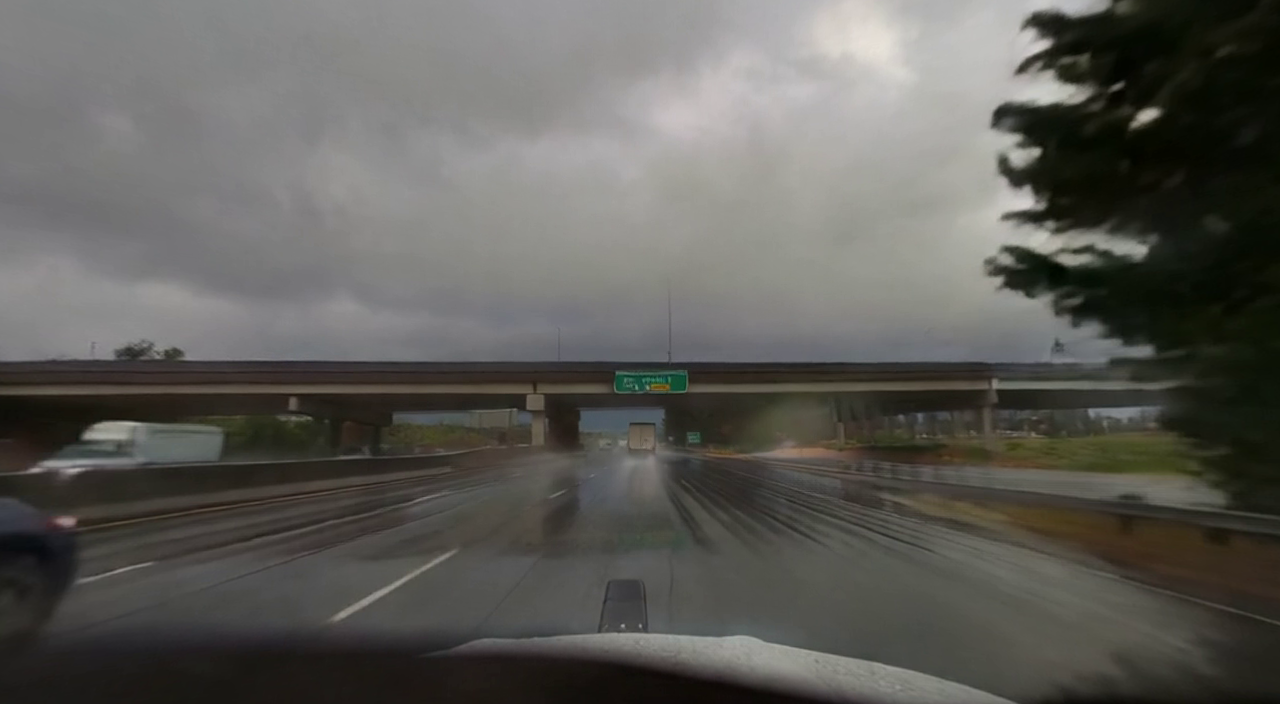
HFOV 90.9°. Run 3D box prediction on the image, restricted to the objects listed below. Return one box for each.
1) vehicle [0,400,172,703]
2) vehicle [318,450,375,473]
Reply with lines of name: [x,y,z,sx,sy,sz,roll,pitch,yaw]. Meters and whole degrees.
vehicle: [-4.402,0.831,1.786,2.235,1.593,5.077,0,-9,0]
vehicle: [-20.045,7.475,43.193,1.969,1.433,4.024,0,-9,0]
